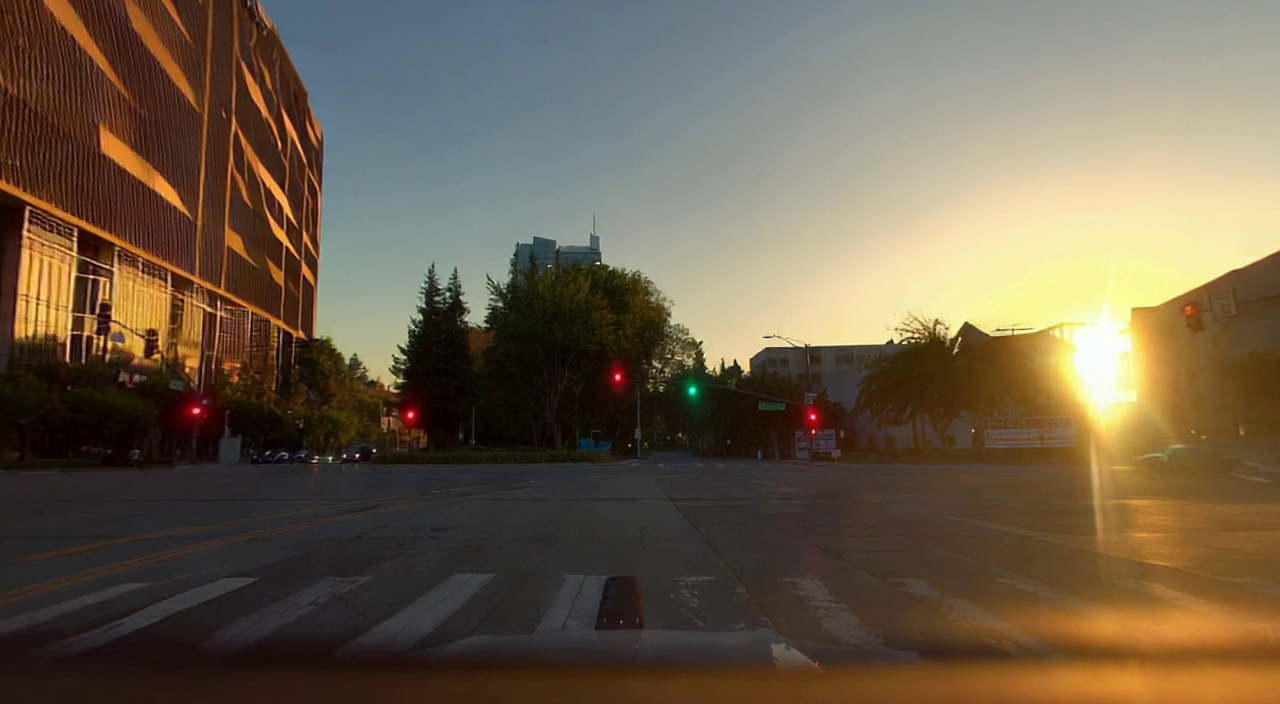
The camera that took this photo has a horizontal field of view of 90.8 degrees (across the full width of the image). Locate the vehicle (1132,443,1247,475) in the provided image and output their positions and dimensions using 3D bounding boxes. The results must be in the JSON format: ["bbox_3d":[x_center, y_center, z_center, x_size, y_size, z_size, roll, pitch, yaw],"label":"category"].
[{"bbox_3d":[30.718,5.966,35.405,4.639,1.699,2.030,0,-9,-3],"label":"vehicle"}]
